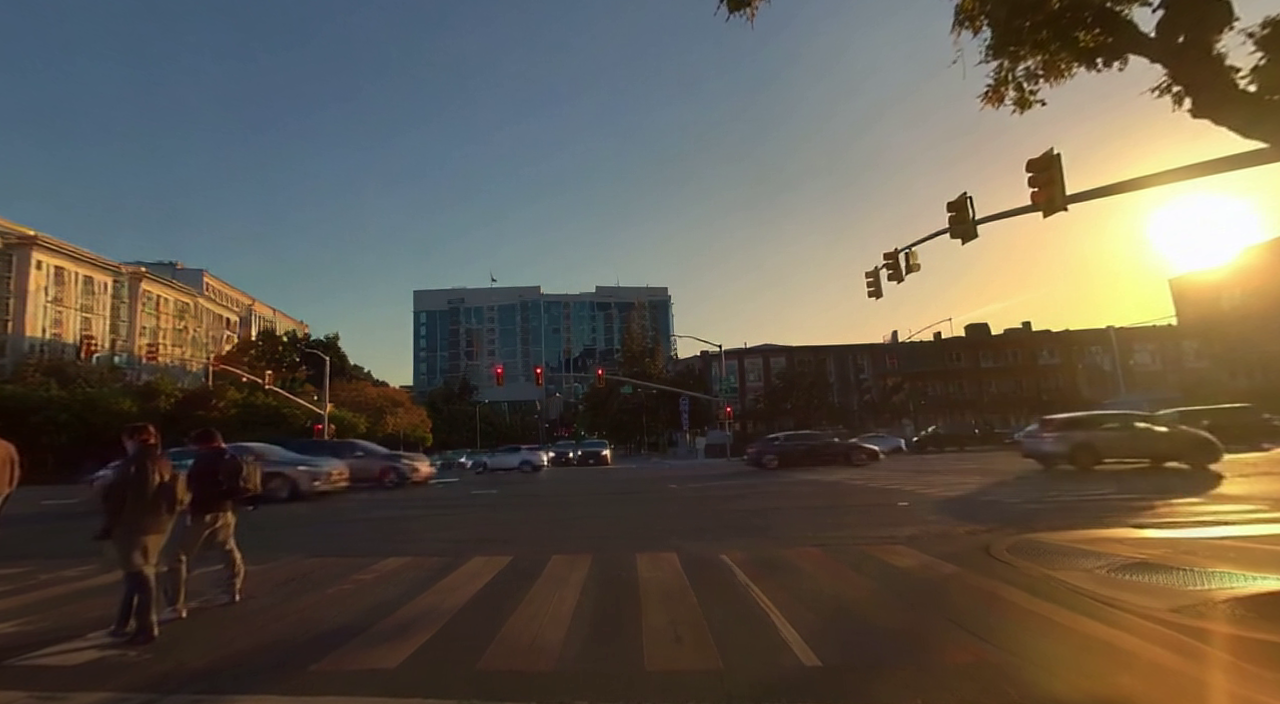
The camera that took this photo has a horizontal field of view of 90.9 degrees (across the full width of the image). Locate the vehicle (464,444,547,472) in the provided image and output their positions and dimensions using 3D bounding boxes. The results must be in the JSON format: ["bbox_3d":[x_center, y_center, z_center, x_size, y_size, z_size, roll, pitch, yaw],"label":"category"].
[{"bbox_3d":[-7.816,6.172,36.833,4.397,1.582,1.820,-1,-9,6],"label":"vehicle"}]

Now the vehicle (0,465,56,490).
[{"bbox_3d":[-40.513,8.021,40.201,4.785,1.472,1.799,-1,-9,4],"label":"vehicle"}]

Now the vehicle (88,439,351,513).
[{"bbox_3d":[-9.403,2.775,14.317,4.808,1.517,1.806,-1,-9,6],"label":"vehicle"}]

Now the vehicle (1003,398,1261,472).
[{"bbox_3d":[12.434,2.178,16.284,4.673,1.740,2.150,-1,-9,6],"label":"vehicle"}]

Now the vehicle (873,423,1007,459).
[{"bbox_3d":[13.035,3.915,27.650,4.906,1.485,1.857,-1,-9,7],"label":"vehicle"}]

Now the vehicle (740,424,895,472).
[{"bbox_3d":[5.705,3.169,20.780,4.606,1.479,1.821,-1,-9,6],"label":"vehicle"}]
